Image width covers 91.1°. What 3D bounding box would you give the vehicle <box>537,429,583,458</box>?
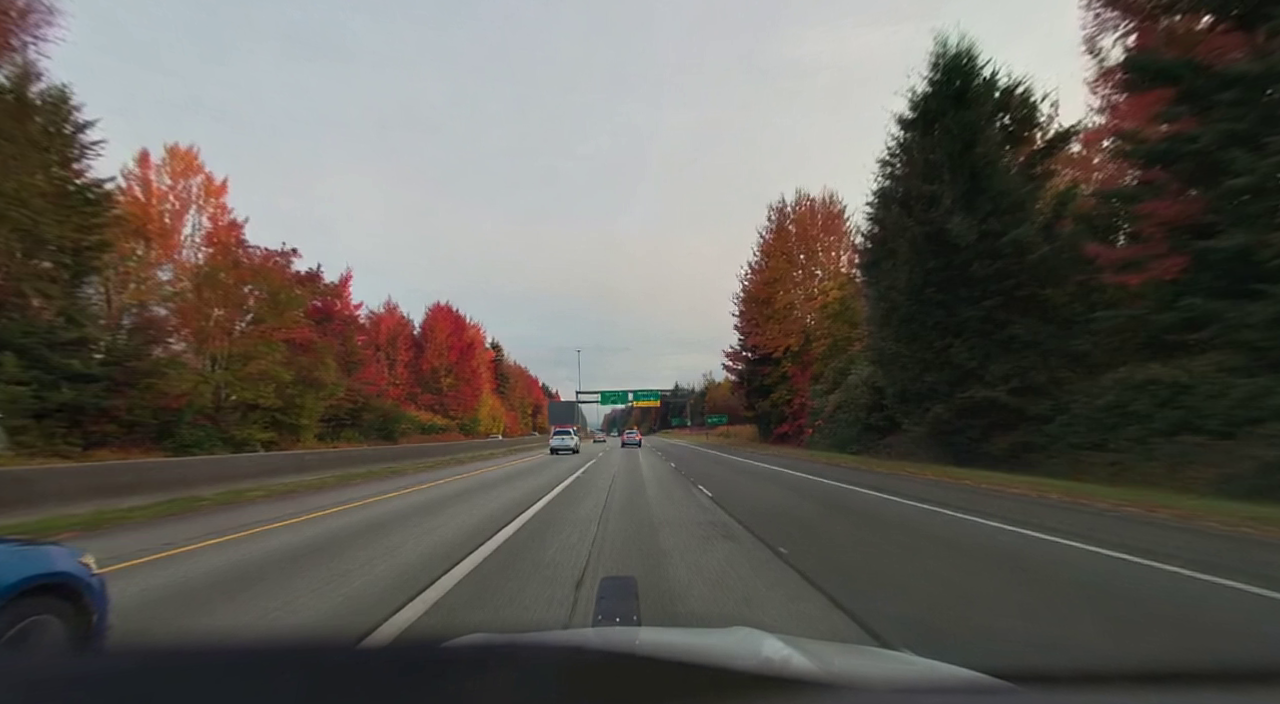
[{"bbox_3d":[-4.402,5.131,35.292,2.071,1.524,4.398,0,-8,-1],"label":"vehicle"}]

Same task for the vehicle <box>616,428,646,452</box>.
[{"bbox_3d":[-0.673,6.257,44.904,2.054,1.609,3.859,0,-8,-1],"label":"vehicle"}]
